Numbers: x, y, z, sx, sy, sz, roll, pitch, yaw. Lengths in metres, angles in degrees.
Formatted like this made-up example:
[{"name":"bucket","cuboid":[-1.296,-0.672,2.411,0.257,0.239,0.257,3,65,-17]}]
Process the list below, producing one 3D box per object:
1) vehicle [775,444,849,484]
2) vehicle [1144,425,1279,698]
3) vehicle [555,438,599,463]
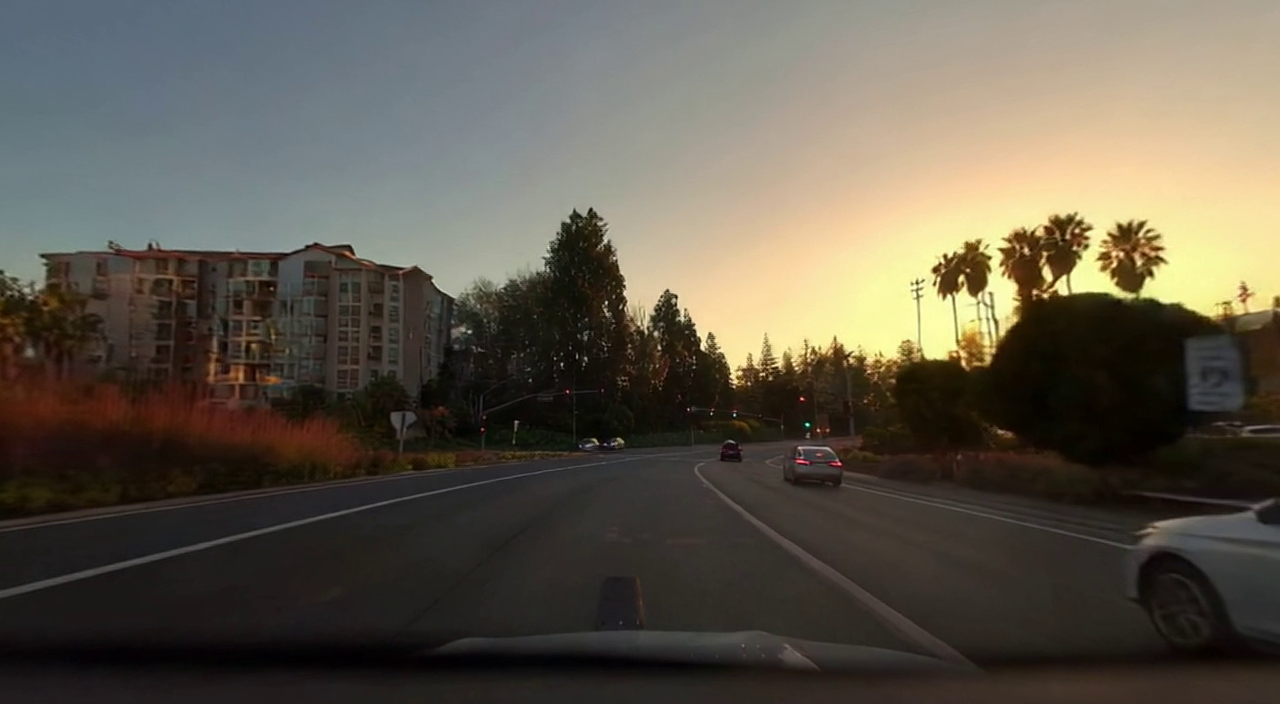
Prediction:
[{"name":"vehicle","cuboid":[7.041,4.602,26.340,2.144,1.473,4.638,-1,-8,5]},{"name":"vehicle","cuboid":[4.473,0.989,2.399,1.993,1.483,3.821,0,-8,2]},{"name":"vehicle","cuboid":[-4.475,7.151,45.906,2.072,1.738,4.757,-1,-9,8]}]
